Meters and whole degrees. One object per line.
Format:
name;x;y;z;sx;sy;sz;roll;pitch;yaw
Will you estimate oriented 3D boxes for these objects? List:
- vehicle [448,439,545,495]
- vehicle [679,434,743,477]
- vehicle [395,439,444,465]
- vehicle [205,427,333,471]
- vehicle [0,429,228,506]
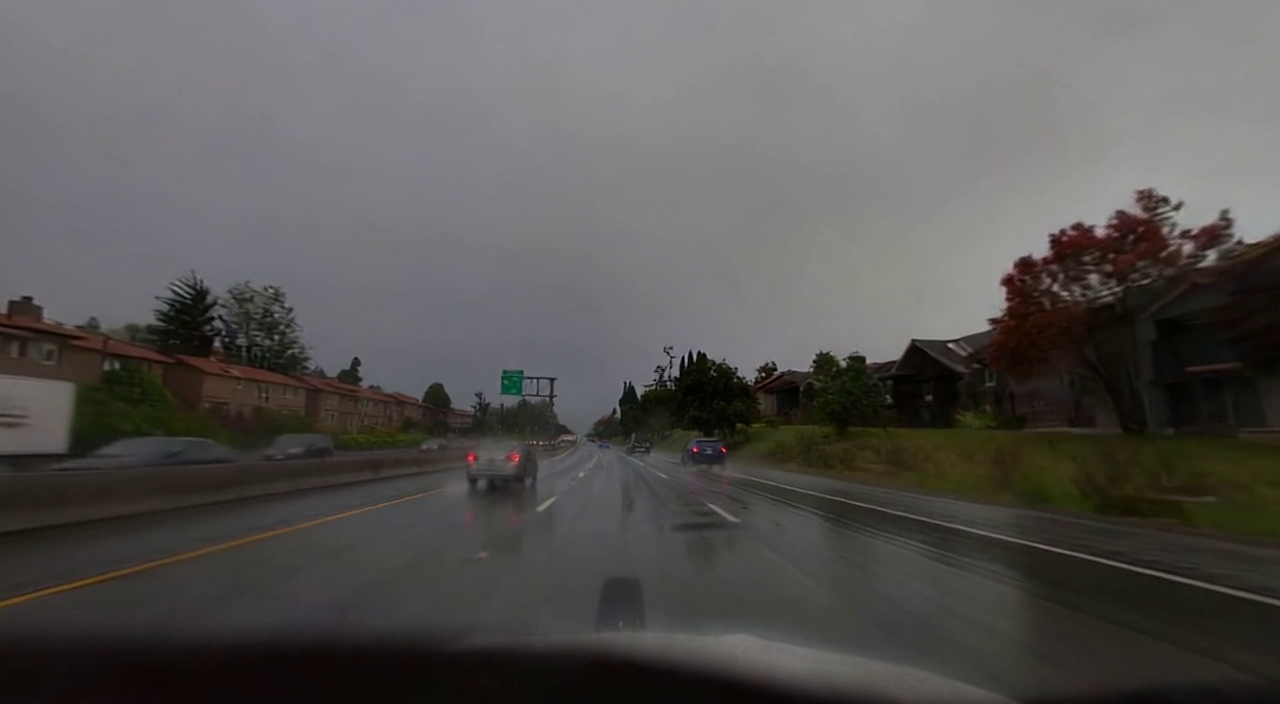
vehicle;-4.272;3.479;19.457;2.036;1.528;4.400;0;-9;-1
vehicle;2.916;4.386;26.879;2.092;1.686;4.188;0;-9;-2
vehicle;-13.121;5.994;37.737;1.639;1.454;3.672;0;-9;-1
vehicle;-16.676;4.421;28.791;2.316;1.817;5.908;0;-9;-1
vehicle;-12.128;2.536;14.291;2.295;1.425;4.766;0;-9;1
